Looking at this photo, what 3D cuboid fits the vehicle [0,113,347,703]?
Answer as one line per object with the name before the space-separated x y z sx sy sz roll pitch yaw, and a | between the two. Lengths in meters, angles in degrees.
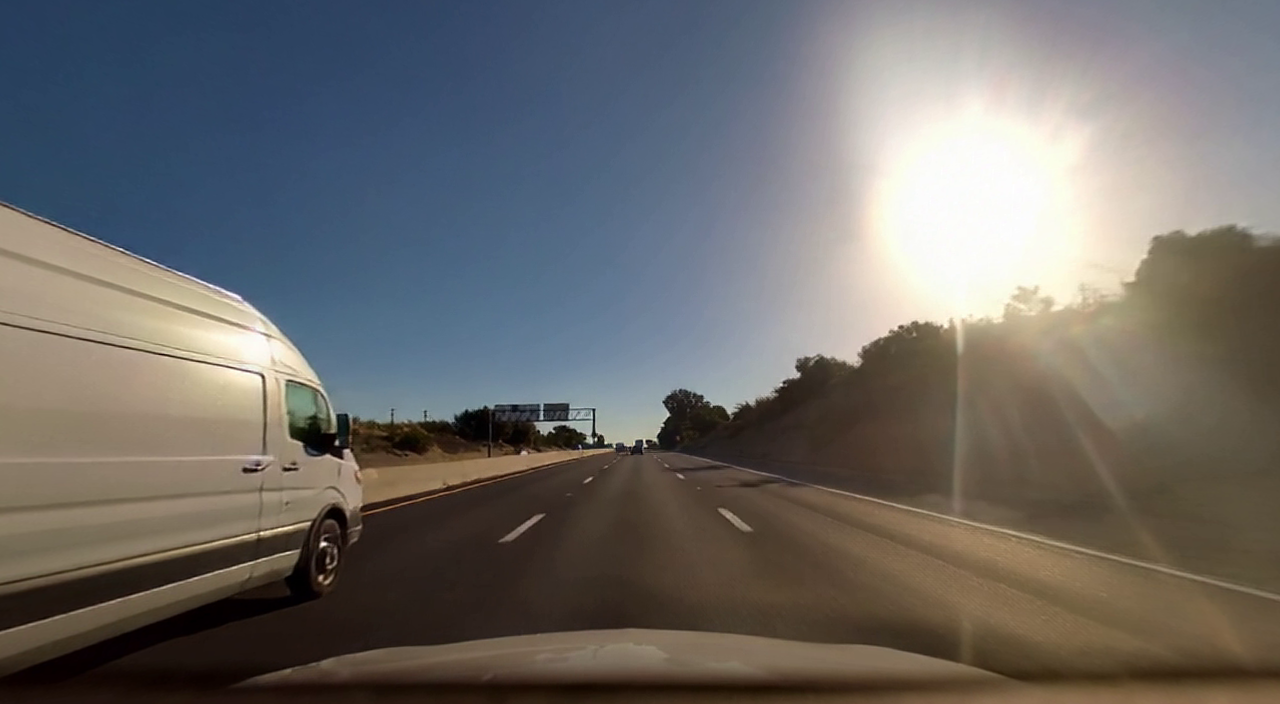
vehicle | -3.893 0.252 2.258 2.443 2.586 6.701 0 -8 0
